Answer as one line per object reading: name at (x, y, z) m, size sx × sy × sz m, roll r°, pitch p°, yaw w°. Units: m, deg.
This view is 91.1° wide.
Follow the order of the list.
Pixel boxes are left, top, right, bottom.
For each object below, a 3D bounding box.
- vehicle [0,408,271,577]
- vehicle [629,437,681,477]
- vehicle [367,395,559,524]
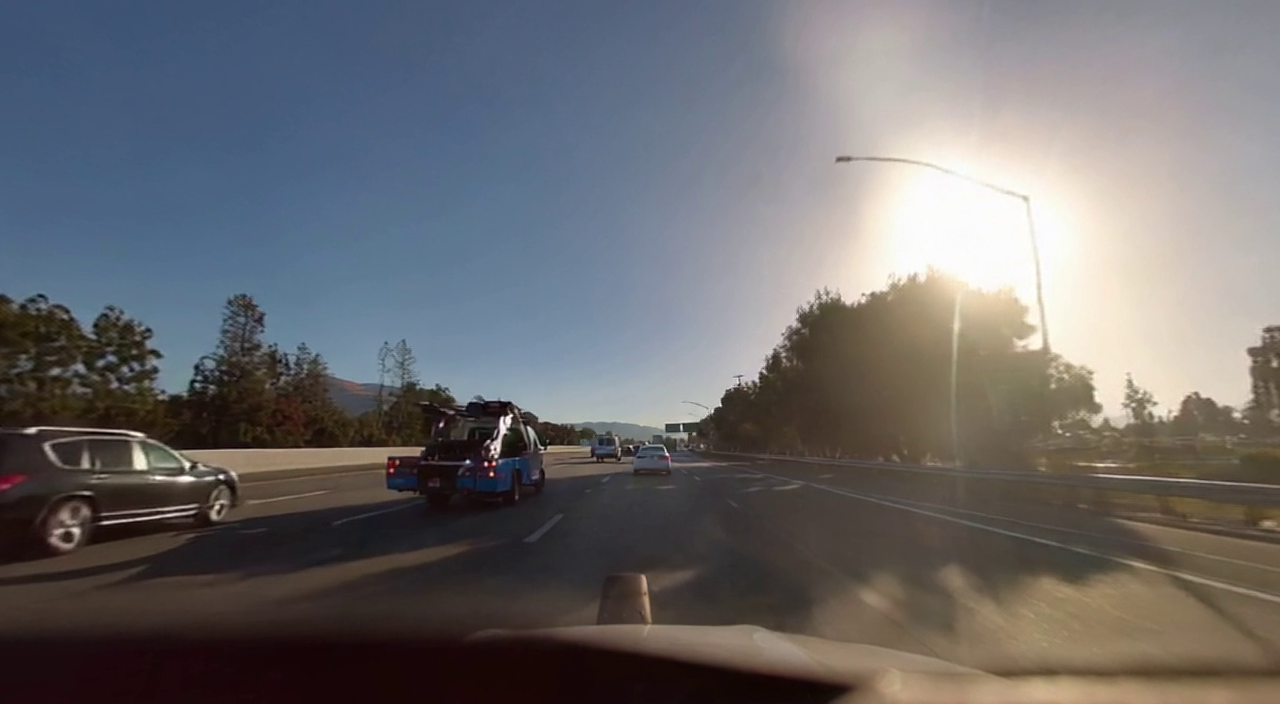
vehicle at (-6.911, 1.564, 7.552) m, size 1.926 × 1.561 × 4.868 m, roll 0°, pitch -8°, yaw 1°
vehicle at (0.661, 4.775, 28.812) m, size 2.165 × 1.653 × 4.456 m, roll 0°, pitch -8°, yaw 1°
vehicle at (-3.238, 2.151, 13.031) m, size 2.292 × 2.070 × 5.532 m, roll 0°, pitch -8°, yaw 1°
